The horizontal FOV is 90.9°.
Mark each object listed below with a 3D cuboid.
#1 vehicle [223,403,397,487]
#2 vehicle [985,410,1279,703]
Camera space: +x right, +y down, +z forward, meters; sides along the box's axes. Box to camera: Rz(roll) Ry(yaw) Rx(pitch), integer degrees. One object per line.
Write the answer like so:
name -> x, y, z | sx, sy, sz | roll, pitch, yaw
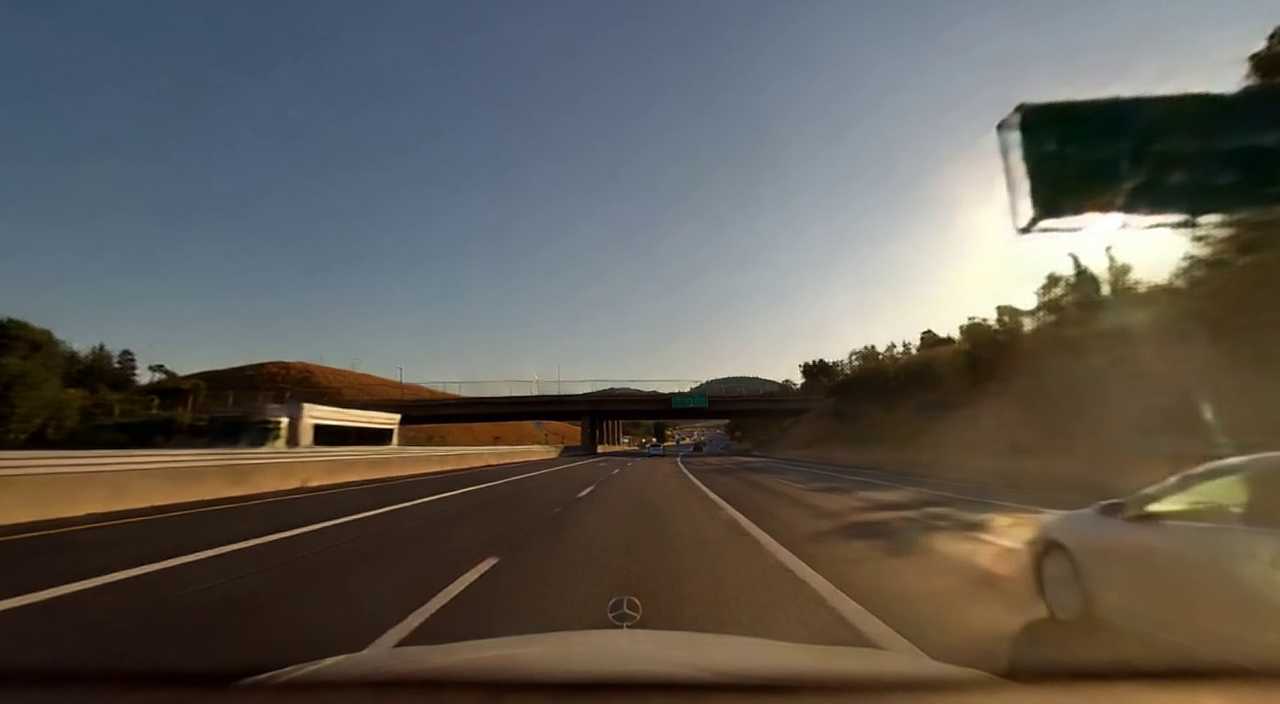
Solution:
vehicle -> -13.756, 4.082, 27.413 | 2.843, 2.970, 8.404 | -3, -9, 2
vehicle -> 3.777, 0.996, 2.680 | 1.999, 1.492, 4.673 | 0, -8, 1
